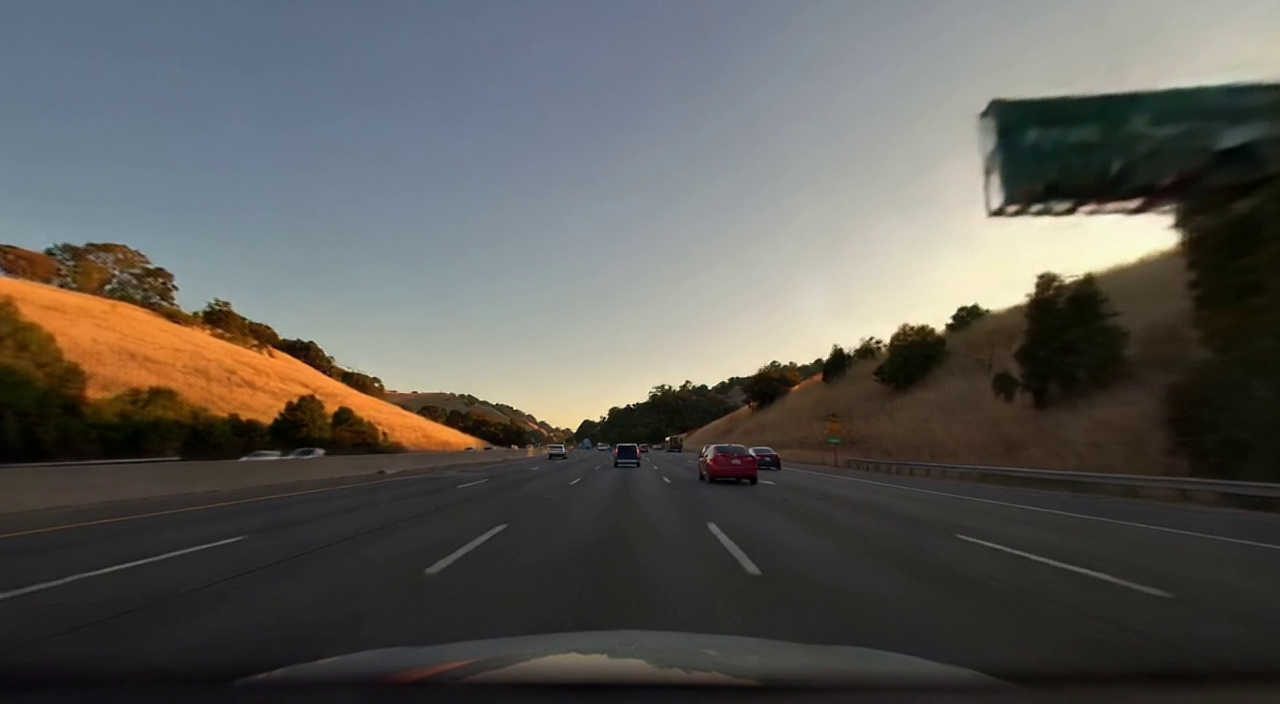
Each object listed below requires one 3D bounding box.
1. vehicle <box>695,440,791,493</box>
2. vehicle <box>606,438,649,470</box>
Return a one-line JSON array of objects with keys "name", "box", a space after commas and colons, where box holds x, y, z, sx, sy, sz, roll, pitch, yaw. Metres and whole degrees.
[{"name": "vehicle", "box": [3.117, 3.581, 20.226, 2.120, 1.492, 4.734, 0, -8, -2]}, {"name": "vehicle", "box": [-0.665, 5.663, 35.174, 2.277, 1.675, 4.023, 0, -8, -1]}]
